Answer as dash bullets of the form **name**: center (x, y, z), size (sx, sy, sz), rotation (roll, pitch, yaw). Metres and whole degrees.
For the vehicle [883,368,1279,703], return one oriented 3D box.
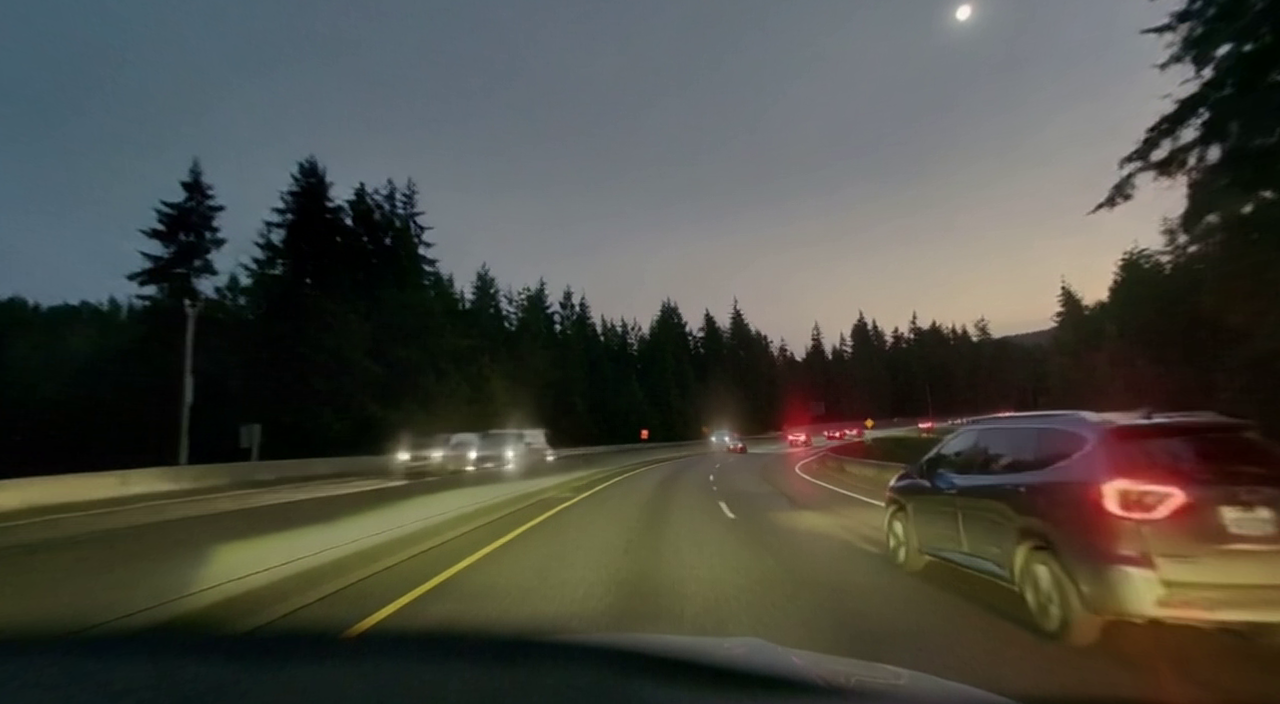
- **vehicle**: center (3.961, 1.242, 5.333), size (2.112, 1.708, 4.380), rotation (0, -8, 1)

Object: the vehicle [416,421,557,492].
- **vehicle**: center (-3.931, 2.799, 17.167), size (2.295, 1.648, 4.689), rotation (-1, -8, 5)
